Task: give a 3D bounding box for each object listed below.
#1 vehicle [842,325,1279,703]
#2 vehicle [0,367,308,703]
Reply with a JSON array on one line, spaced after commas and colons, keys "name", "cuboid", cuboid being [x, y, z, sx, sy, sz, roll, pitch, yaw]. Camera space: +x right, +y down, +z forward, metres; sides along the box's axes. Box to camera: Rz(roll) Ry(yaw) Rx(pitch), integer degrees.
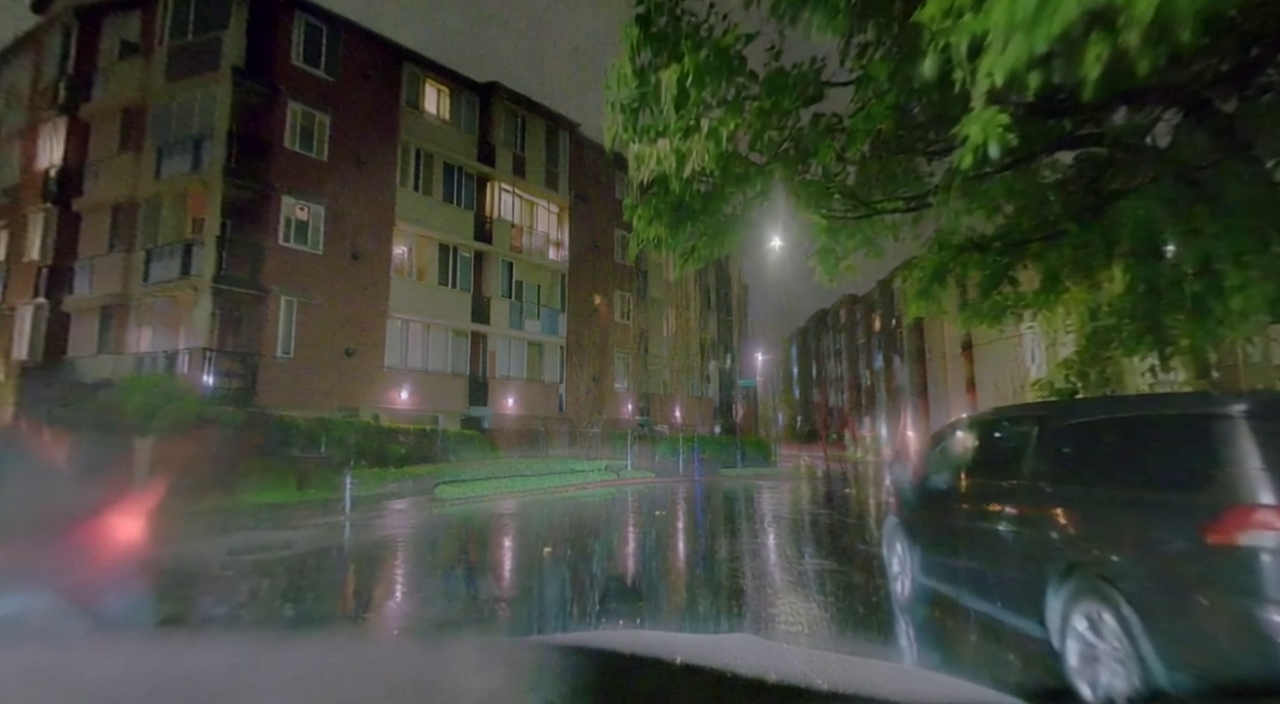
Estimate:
[{"name": "vehicle", "cuboid": [2.982, 1.071, 3.853, 2.020, 1.734, 4.402, 0, -8, 0]}, {"name": "vehicle", "cuboid": [-2.649, 0.641, 0.418, 2.210, 1.516, 4.804, 0, -8, 1]}]
